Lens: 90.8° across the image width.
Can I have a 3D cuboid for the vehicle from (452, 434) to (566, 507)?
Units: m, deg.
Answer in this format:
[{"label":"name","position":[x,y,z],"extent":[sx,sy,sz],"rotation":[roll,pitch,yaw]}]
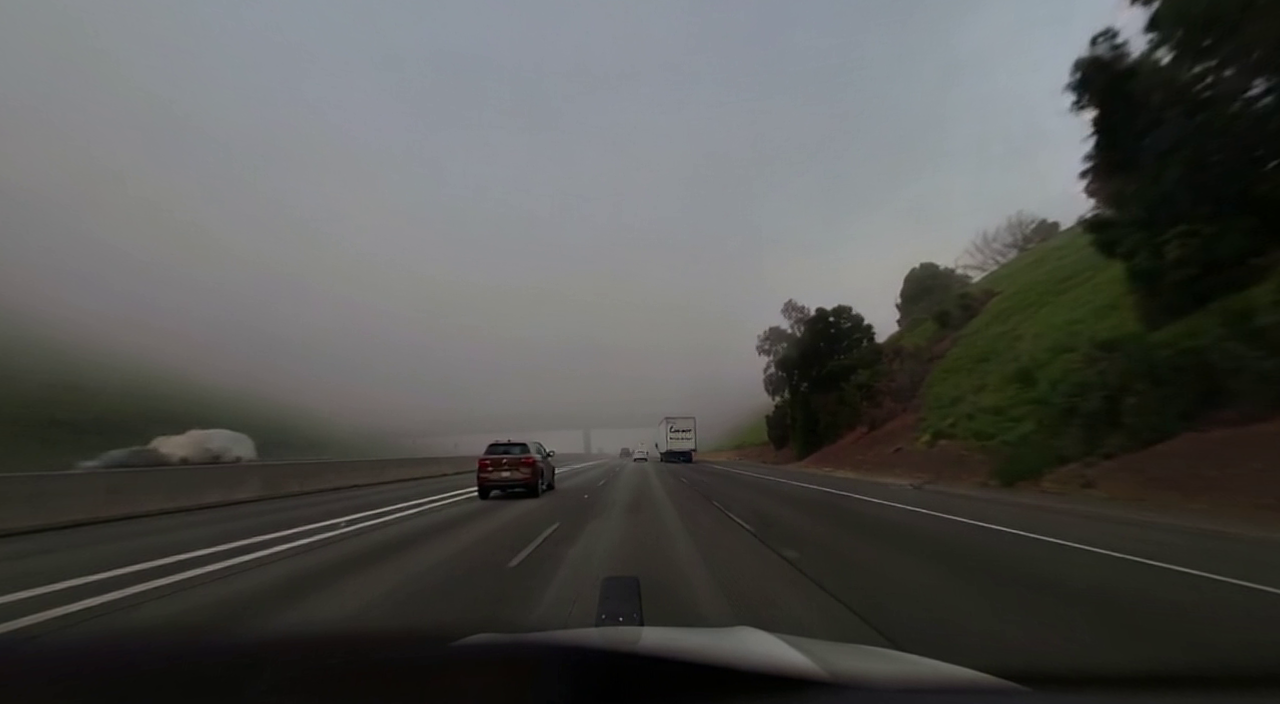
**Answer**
[{"label":"vehicle","position":[-3.225,3.038,16.538],"extent":[2.052,1.654,4.303],"rotation":[0,-9,0]}]
